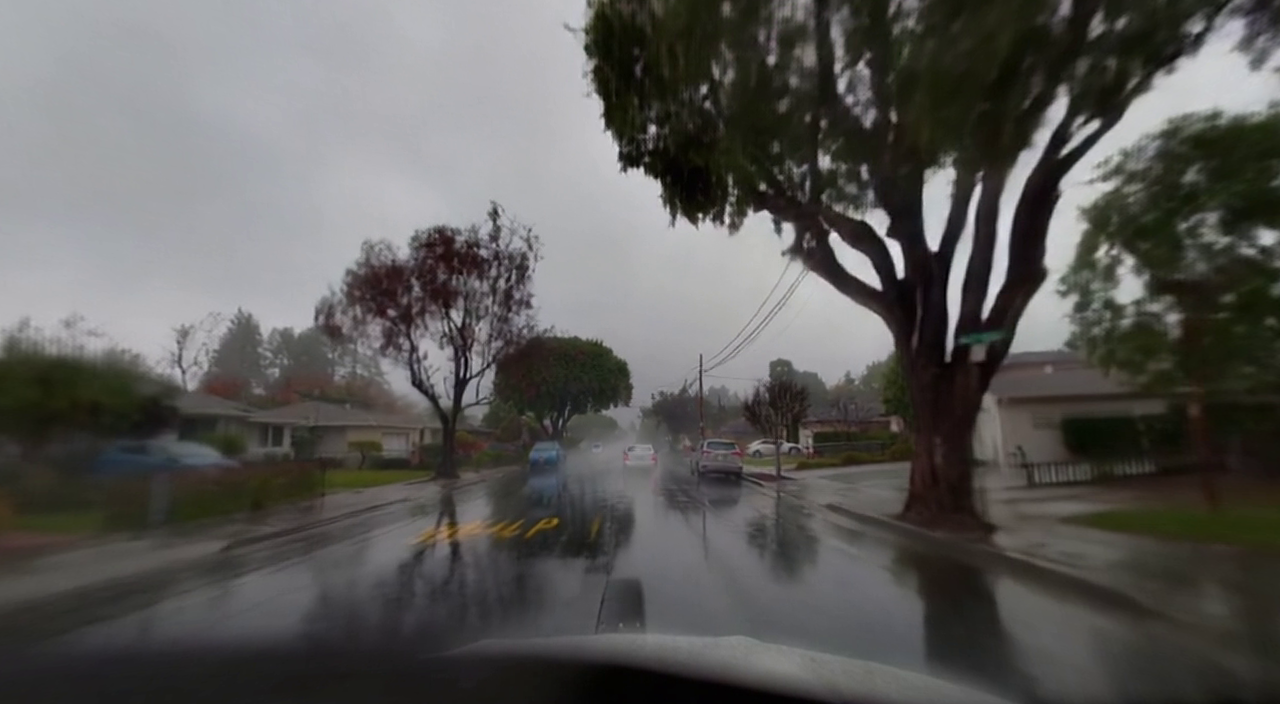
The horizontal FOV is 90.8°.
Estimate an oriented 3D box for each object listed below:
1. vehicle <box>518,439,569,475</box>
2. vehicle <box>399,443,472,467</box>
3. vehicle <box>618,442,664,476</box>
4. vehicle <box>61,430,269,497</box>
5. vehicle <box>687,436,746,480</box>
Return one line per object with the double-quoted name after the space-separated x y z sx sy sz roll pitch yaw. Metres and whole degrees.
-5.560 6.083 37.029 2.126 1.816 4.796 -3 -8 1 "vehicle"
-13.328 6.751 41.435 4.129 1.523 1.839 0 -8 0 "vehicle"
0.038 4.902 29.309 2.000 1.449 4.006 0 -8 0 "vehicle"
-13.442 3.161 18.135 4.253 1.772 1.980 0 -8 -3 "vehicle"
3.199 4.530 27.250 1.978 1.690 4.306 0 -8 -1 "vehicle"
